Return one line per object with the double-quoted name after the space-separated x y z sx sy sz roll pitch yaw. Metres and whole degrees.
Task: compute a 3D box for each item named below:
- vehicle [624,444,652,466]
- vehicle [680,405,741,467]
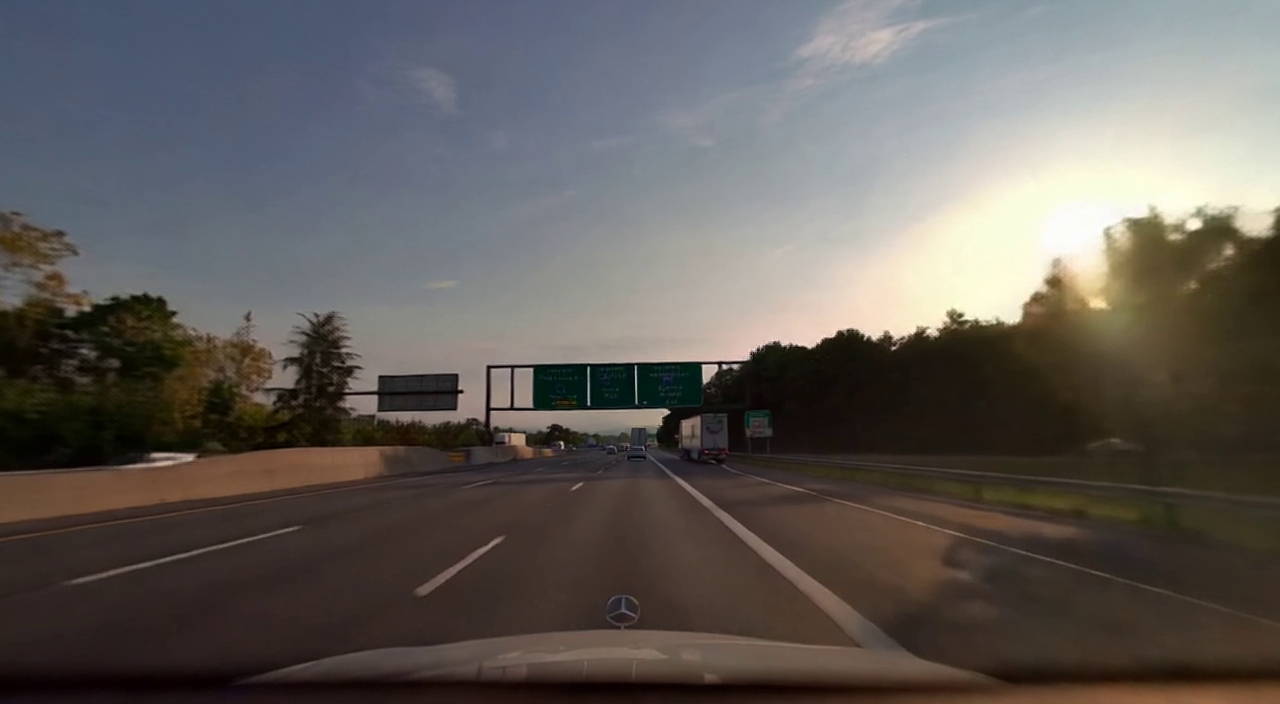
-0.151 7.543 46.325 1.972 1.492 3.697 0 -9 0 "vehicle"
5.138 6.666 49.257 2.893 4.114 14.332 0 -9 -1 "vehicle"
